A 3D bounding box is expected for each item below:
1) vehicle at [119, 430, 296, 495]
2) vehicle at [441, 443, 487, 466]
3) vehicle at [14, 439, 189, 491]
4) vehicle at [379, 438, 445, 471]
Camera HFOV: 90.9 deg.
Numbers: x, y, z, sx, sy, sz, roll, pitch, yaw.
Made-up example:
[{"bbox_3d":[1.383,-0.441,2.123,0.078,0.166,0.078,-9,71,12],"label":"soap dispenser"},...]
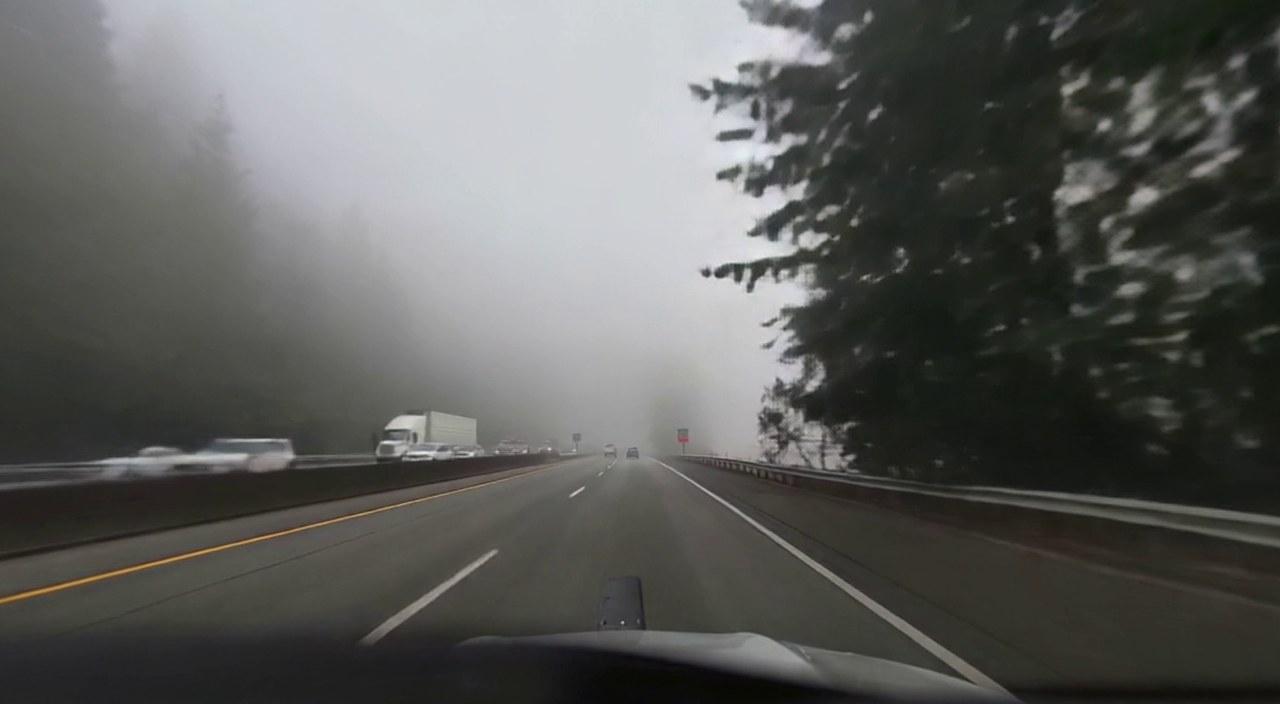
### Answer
[{"bbox_3d":[-12.738,3.285,19.042,2.007,1.684,4.613,0,-9,0],"label":"vehicle"},{"bbox_3d":[-12.456,7.305,44.910,1.995,1.557,4.654,0,-9,0],"label":"vehicle"},{"bbox_3d":[-17.068,3.583,20.308,1.955,1.476,4.119,0,-9,0],"label":"vehicle"},{"bbox_3d":[-12.717,5.742,35.442,1.932,1.742,4.577,0,-9,1],"label":"vehicle"}]
